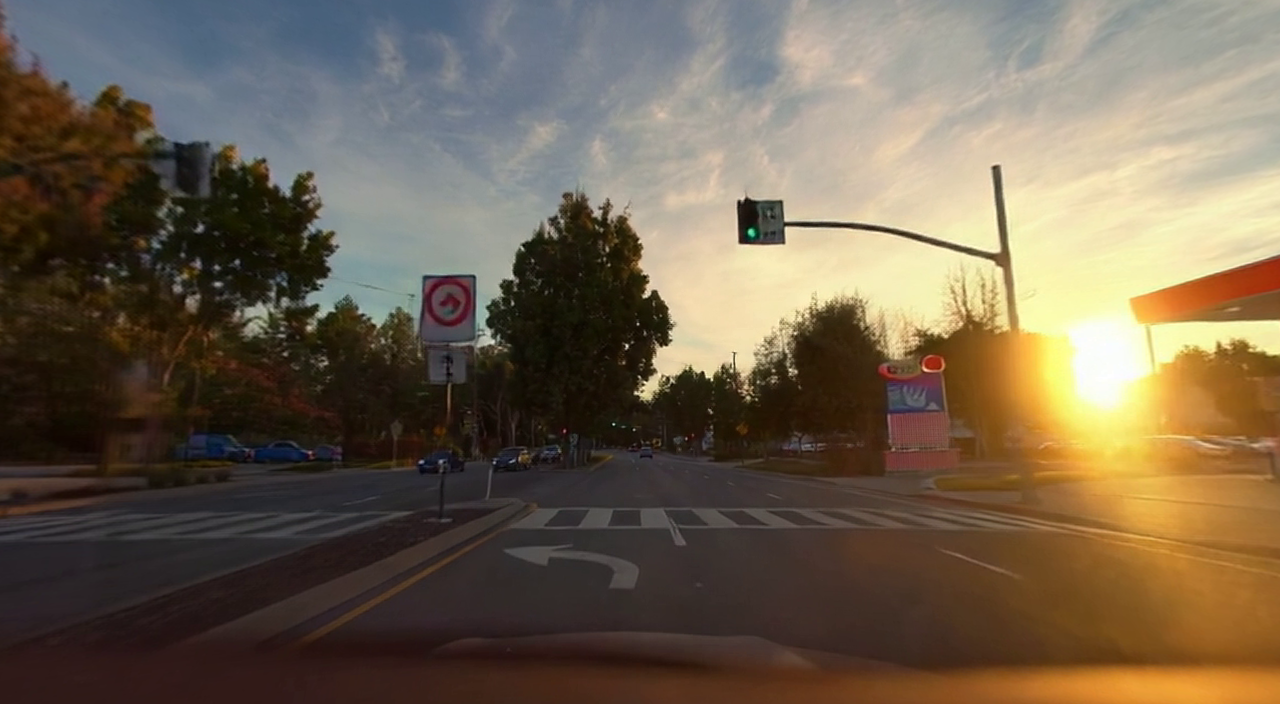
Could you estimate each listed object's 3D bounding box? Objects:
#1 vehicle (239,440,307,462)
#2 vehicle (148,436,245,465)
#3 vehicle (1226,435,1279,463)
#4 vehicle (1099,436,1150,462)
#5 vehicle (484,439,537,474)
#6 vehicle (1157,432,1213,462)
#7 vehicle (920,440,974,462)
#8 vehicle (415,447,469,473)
[{"bbox_3d":[-28.632,7.737,49.432,4.390,1.665,1.934,4,-10,-27],"label":"vehicle"},{"bbox_3d":[-28.841,6.418,41.142,4.938,1.778,1.954,6,-11,-37],"label":"vehicle"},{"bbox_3d":[32.542,5.157,33.625,1.771,1.422,3.931,-8,-11,41],"label":"vehicle"},{"bbox_3d":[28.880,5.766,37.607,1.815,1.480,4.406,-8,-12,43],"label":"vehicle"},{"bbox_3d":[-6.866,5.586,33.961,1.987,1.747,4.545,0,-9,-2],"label":"vehicle"},{"bbox_3d":[30.672,5.366,35.515,2.103,1.561,4.355,-8,-11,41],"label":"vehicle"},{"bbox_3d":[21.799,7.002,44.775,4.557,1.434,1.916,8,-12,-44],"label":"vehicle"},{"bbox_3d":[-11.796,6.449,38.020,1.909,1.469,4.370,0,-9,-1],"label":"vehicle"}]
